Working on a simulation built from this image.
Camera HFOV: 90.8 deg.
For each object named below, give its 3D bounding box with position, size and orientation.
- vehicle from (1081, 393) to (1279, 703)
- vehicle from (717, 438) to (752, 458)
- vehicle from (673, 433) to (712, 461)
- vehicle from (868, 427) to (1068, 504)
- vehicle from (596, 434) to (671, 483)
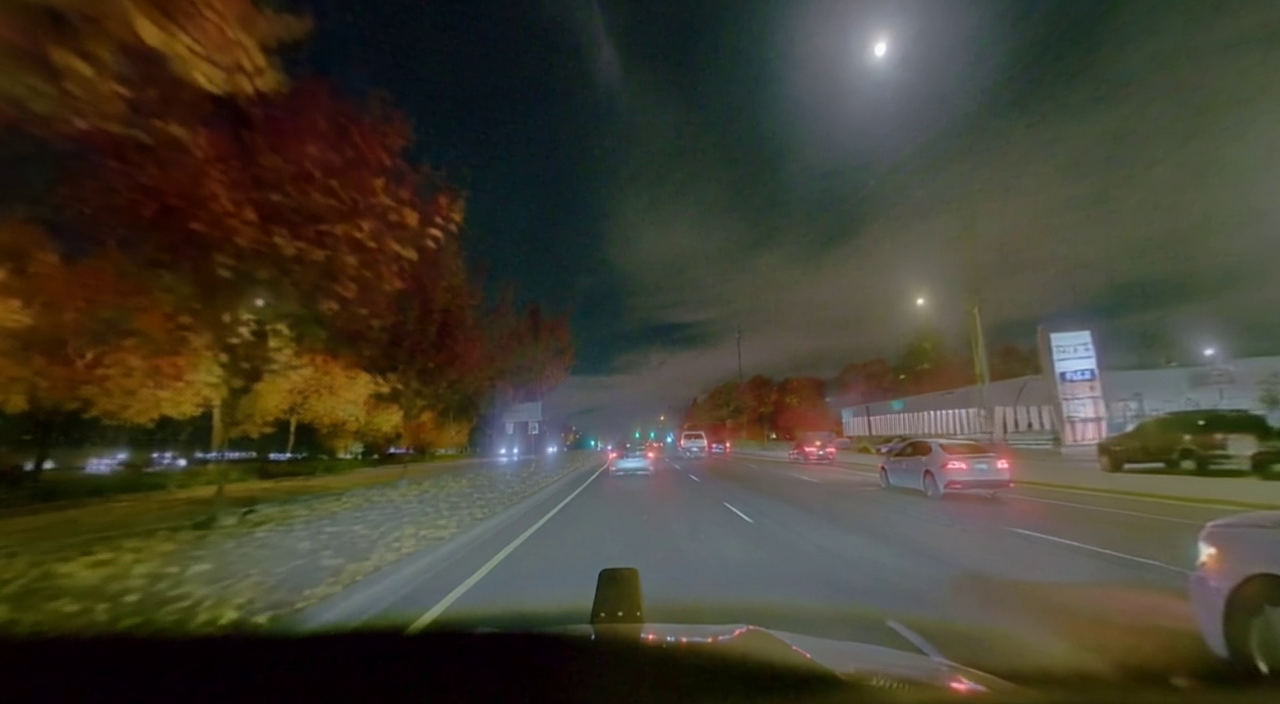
[{"bbox_3d":[3.681,0.752,1.488,2.094,1.480,4.323,0,-8,-1],"label":"vehicle"},{"bbox_3d":[7.398,7.555,49.866,2.061,1.460,3.948,0,-8,-1],"label":"vehicle"},{"bbox_3d":[3.478,6.420,42.707,2.188,1.760,4.297,0,-8,-1],"label":"vehicle"},{"bbox_3d":[7.341,2.594,14.861,2.111,1.493,4.639,0,-8,-1],"label":"vehicle"},{"bbox_3d":[-0.228,3.602,21.663,2.289,1.471,4.477,0,-8,-1],"label":"vehicle"}]
